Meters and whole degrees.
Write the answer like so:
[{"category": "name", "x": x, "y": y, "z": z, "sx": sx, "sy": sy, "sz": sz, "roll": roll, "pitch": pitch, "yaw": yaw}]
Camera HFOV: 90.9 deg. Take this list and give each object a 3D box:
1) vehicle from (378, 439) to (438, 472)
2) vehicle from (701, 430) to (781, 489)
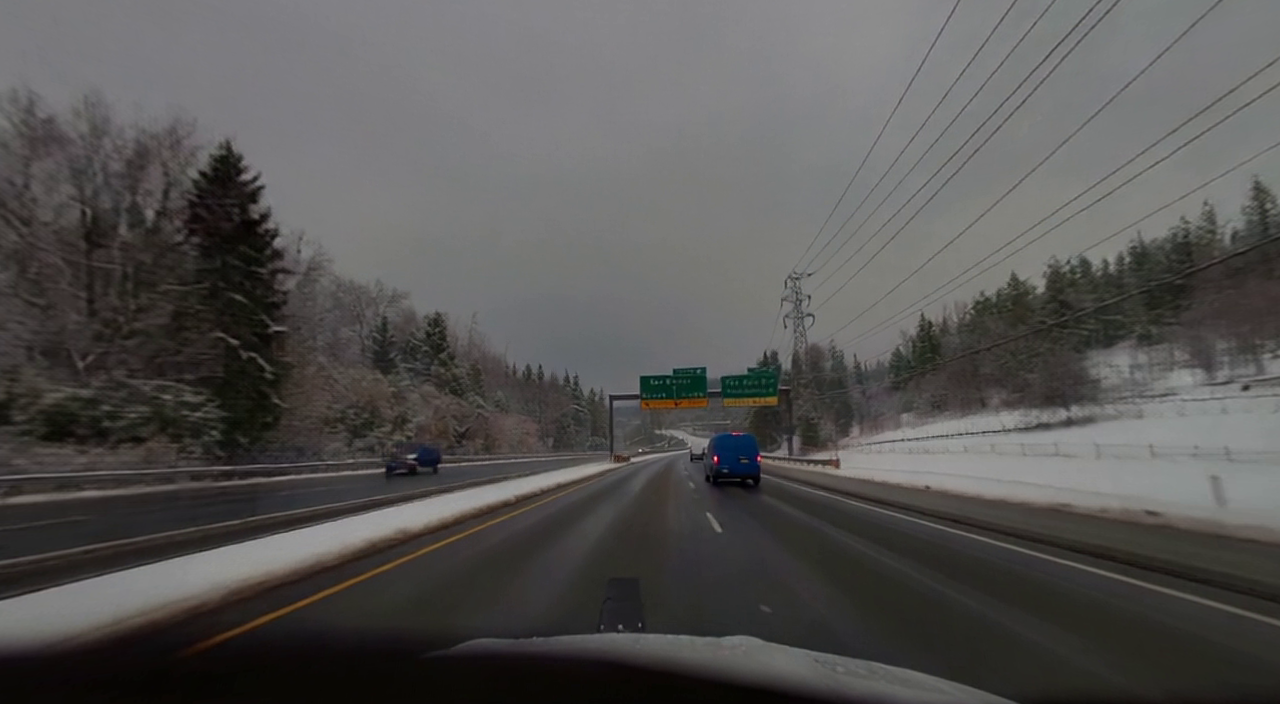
[{"category": "vehicle", "x": -15.994, "y": 7.177, "z": 43.699, "sx": 2.055, "sy": 2.164, "sz": 4.594, "roll": -1, "pitch": -9, "yaw": 5}, {"category": "vehicle", "x": 3.657, "y": 4.024, "z": 23.872, "sx": 2.261, "sy": 1.969, "sz": 5.104, "roll": 0, "pitch": -9, "yaw": 1}]
